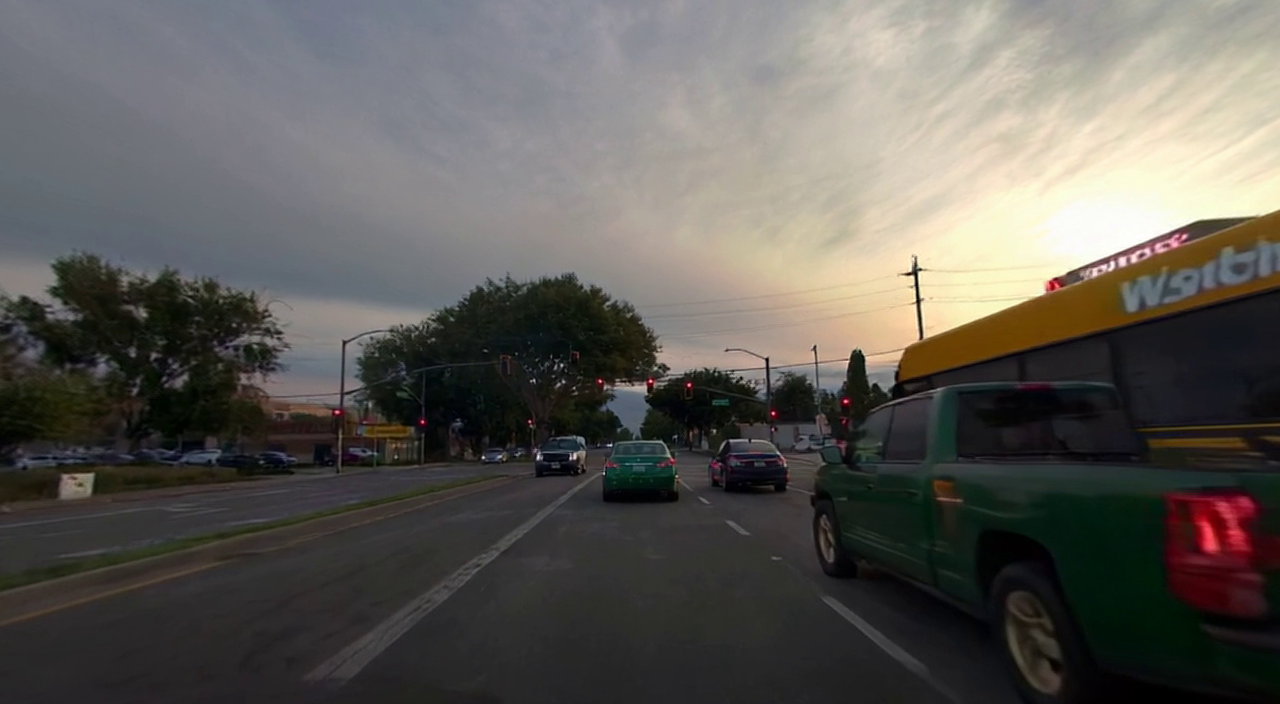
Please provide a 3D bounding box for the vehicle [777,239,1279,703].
[{"bbox_3d":[3.014,1.019,4.917,2.490,1.951,5.931,0,-9,-1],"label":"vehicle"}]

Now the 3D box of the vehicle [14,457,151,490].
[{"bbox_3d":[-27.739,6.024,31.667,4.800,1.461,1.831,5,-10,-31],"label":"vehicle"}]

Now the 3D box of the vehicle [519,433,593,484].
[{"bbox_3d":[-3.042,3.997,23.925,2.180,1.708,4.397,0,-9,0],"label":"vehicle"}]

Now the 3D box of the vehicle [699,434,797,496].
[{"bbox_3d":[2.859,3.100,17.733,1.922,1.508,4.330,0,-9,-1],"label":"vehicle"}]

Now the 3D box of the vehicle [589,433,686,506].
[{"bbox_3d":[-0.085,2.798,15.432,2.071,1.525,3.723,0,-9,-1],"label":"vehicle"}]
